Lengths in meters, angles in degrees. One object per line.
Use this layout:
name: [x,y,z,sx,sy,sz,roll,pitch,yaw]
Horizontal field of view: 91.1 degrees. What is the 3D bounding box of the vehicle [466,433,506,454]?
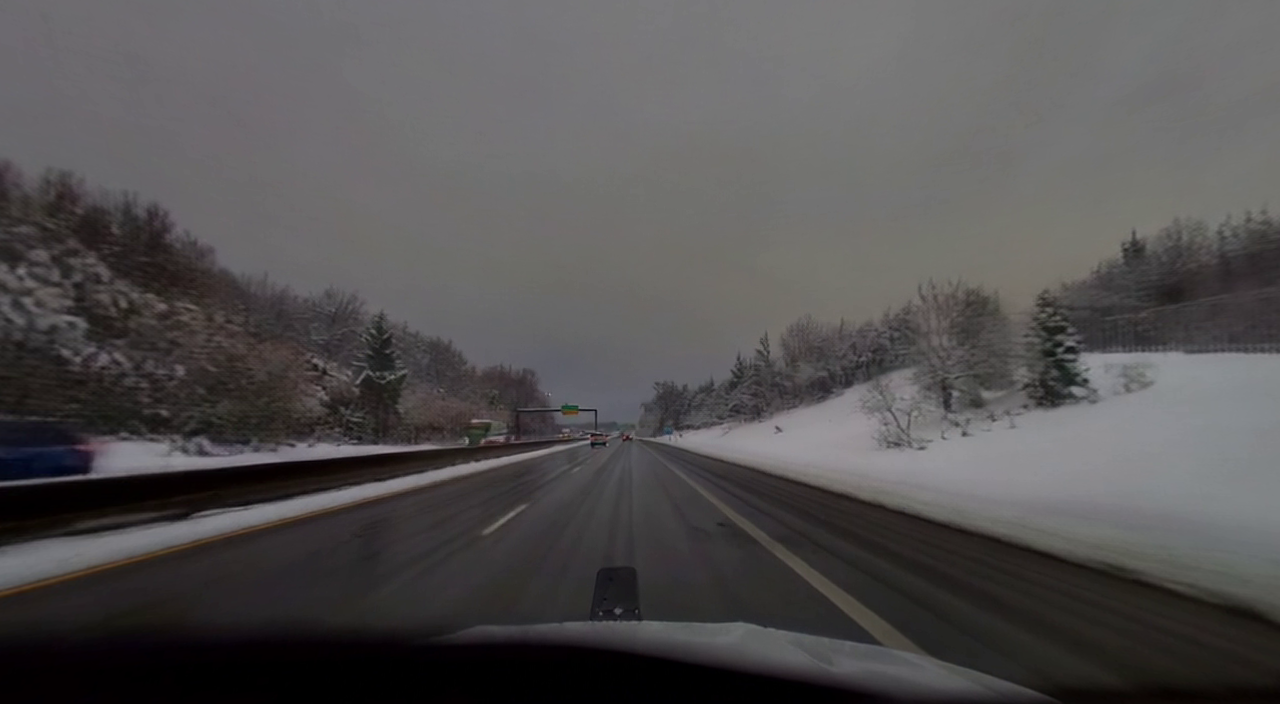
vehicle: [-12.060,7.190,49.420,2.019,1.587,4.564,0,-8,0]
